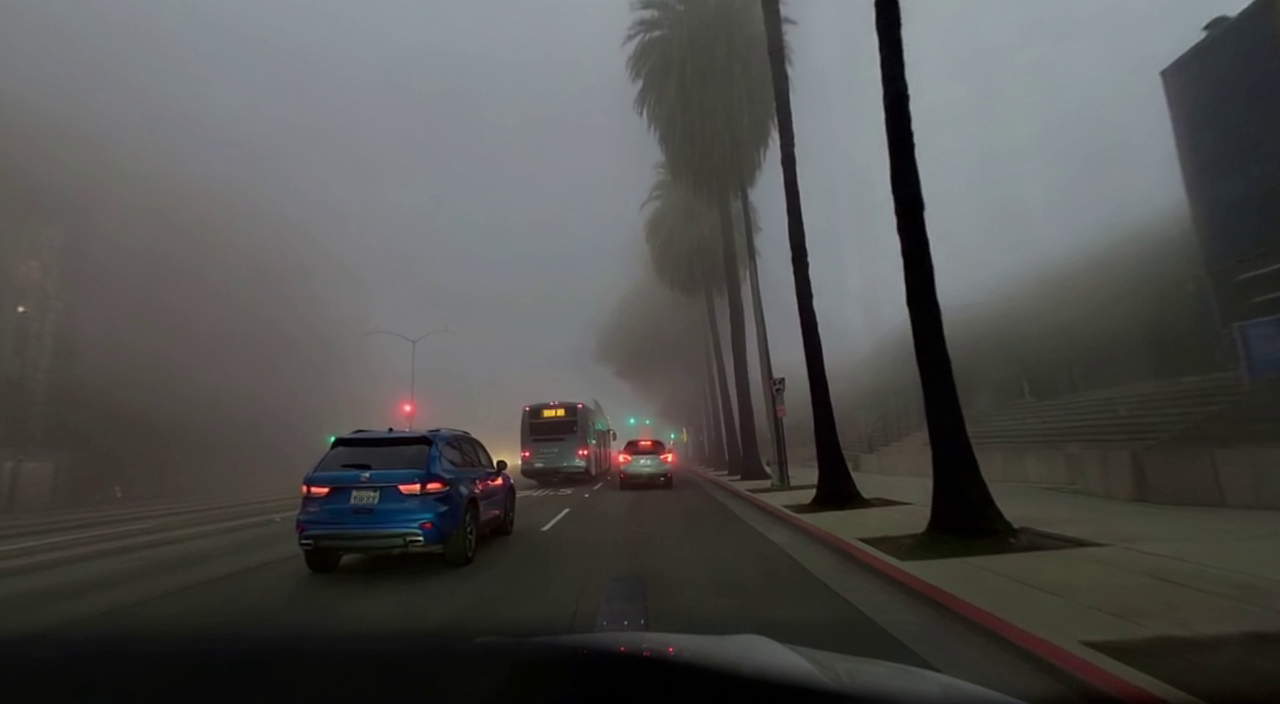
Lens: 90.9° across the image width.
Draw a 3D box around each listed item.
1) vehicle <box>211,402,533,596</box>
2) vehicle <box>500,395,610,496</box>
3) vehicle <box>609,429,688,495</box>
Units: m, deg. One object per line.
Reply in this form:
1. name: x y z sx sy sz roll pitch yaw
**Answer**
1. vehicle: -2.923 1.721 8.294 2.124 1.799 4.587 -1 -8 1
2. vehicle: -2.823 3.477 23.663 2.775 3.064 8.297 -1 -8 1
3. vehicle: 0.247 3.237 18.892 2.120 1.727 3.917 -1 -8 1
